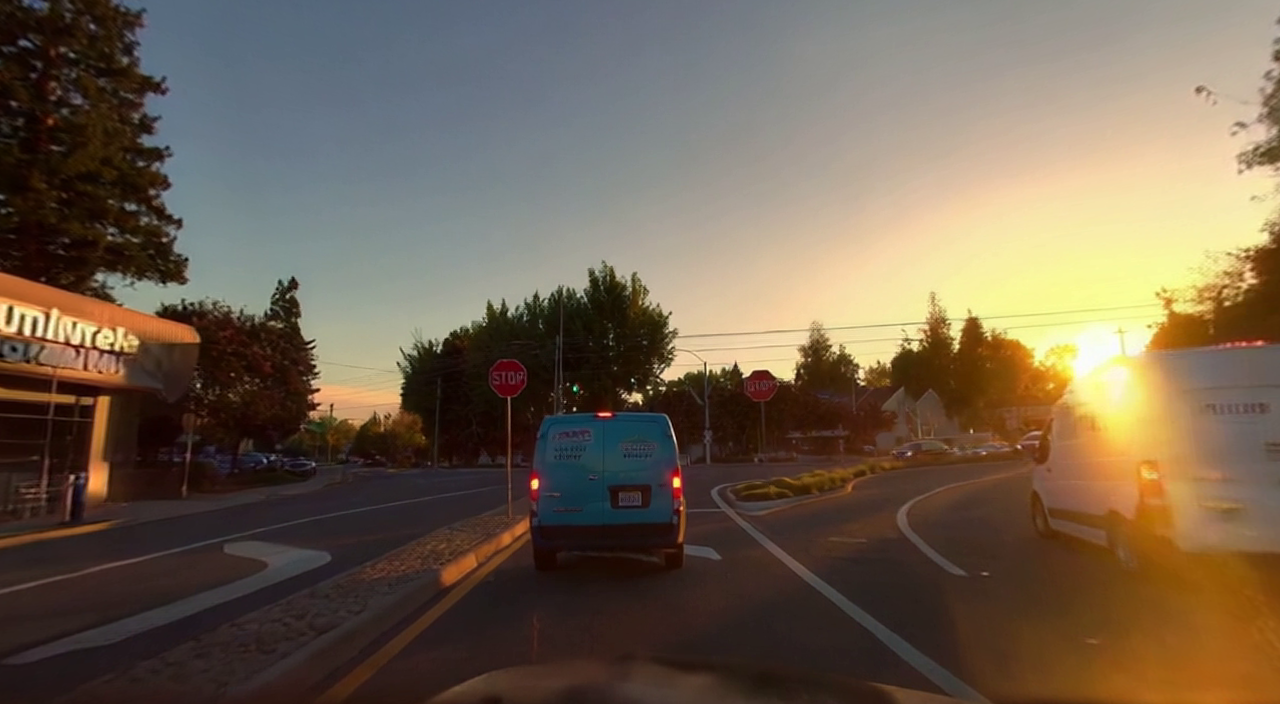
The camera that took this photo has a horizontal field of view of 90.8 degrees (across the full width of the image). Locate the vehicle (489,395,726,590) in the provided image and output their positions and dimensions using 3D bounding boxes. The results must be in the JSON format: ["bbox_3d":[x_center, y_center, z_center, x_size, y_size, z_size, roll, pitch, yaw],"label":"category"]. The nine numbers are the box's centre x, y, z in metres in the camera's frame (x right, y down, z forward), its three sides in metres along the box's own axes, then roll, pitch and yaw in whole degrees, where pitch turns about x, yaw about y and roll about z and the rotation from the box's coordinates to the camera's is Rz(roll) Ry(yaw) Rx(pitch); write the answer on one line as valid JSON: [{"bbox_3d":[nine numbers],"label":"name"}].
[{"bbox_3d":[-0.235,1.675,8.333,2.237,1.828,4.546,0,-9,2],"label":"vehicle"}]

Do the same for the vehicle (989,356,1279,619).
[{"bbox_3d":[6.513,1.529,7.979,2.385,2.196,5.640,-2,-9,16],"label":"vehicle"}]

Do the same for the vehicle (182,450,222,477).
[{"bbox_3d":[-29.842,7.556,43.140,1.913,1.682,4.120,5,-10,-31],"label":"vehicle"}]

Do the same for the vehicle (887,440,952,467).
[{"bbox_3d":[18.493,6.658,41.691,4.512,1.659,1.985,7,-11,-38],"label":"vehicle"}]

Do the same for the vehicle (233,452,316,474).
[{"bbox_3d":[-25.951,7.889,45.047,4.670,1.472,1.851,1,-9,-8],"label":"vehicle"}]
